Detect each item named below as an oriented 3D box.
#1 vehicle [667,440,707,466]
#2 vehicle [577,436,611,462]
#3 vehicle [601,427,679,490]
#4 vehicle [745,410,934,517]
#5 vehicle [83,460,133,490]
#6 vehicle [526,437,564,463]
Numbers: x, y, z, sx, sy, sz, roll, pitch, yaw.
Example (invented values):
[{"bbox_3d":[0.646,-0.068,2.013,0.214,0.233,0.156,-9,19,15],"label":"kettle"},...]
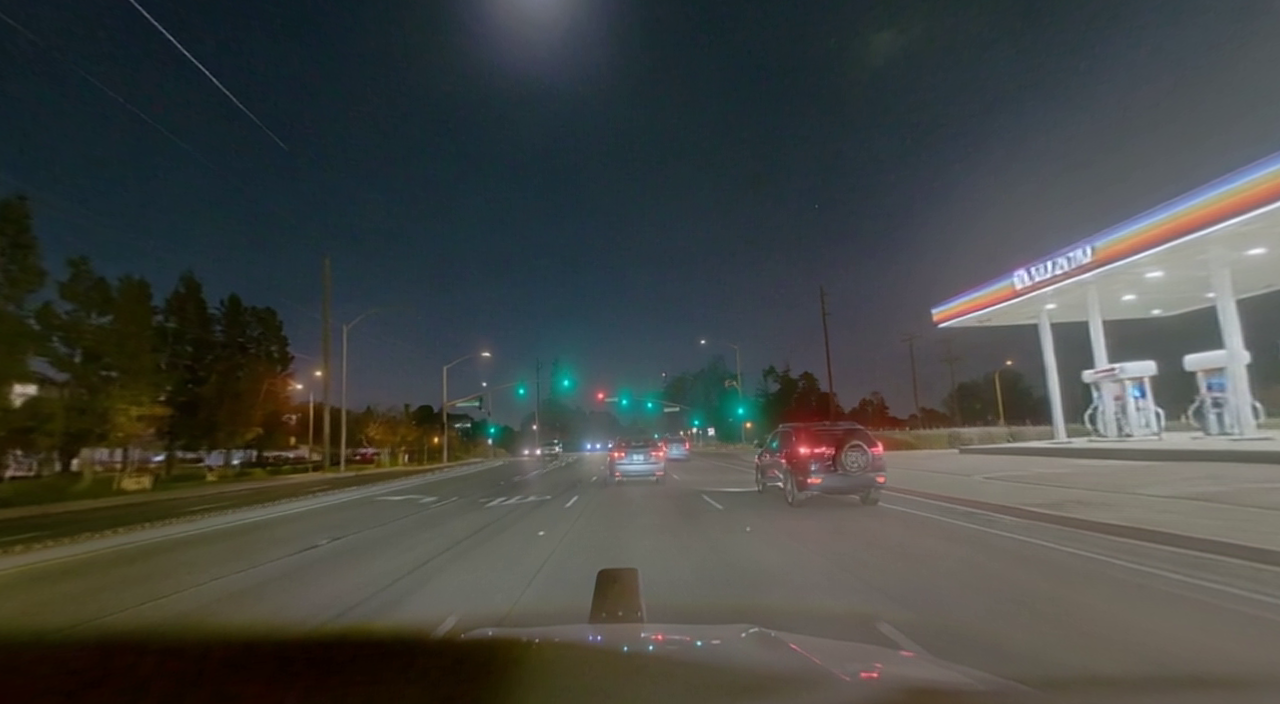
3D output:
[{"bbox_3d":[2.555,5.577,34.910,1.822,1.331,3.583,0,-8,-2],"label":"vehicle"},{"bbox_3d":[-3.269,6.915,45.294,2.155,1.745,4.248,0,-8,0],"label":"vehicle"},{"bbox_3d":[-0.082,3.239,19.527,2.164,1.718,3.881,0,-8,-2],"label":"vehicle"},{"bbox_3d":[3.811,2.254,13.294,2.116,1.791,5.006,0,-8,-3],"label":"vehicle"},{"bbox_3d":[-30.651,7.031,36.414,1.948,1.452,4.370,7,-11,-39],"label":"vehicle"},{"bbox_3d":[-6.656,6.902,44.665,1.994,1.695,4.471,0,-8,0],"label":"vehicle"}]
